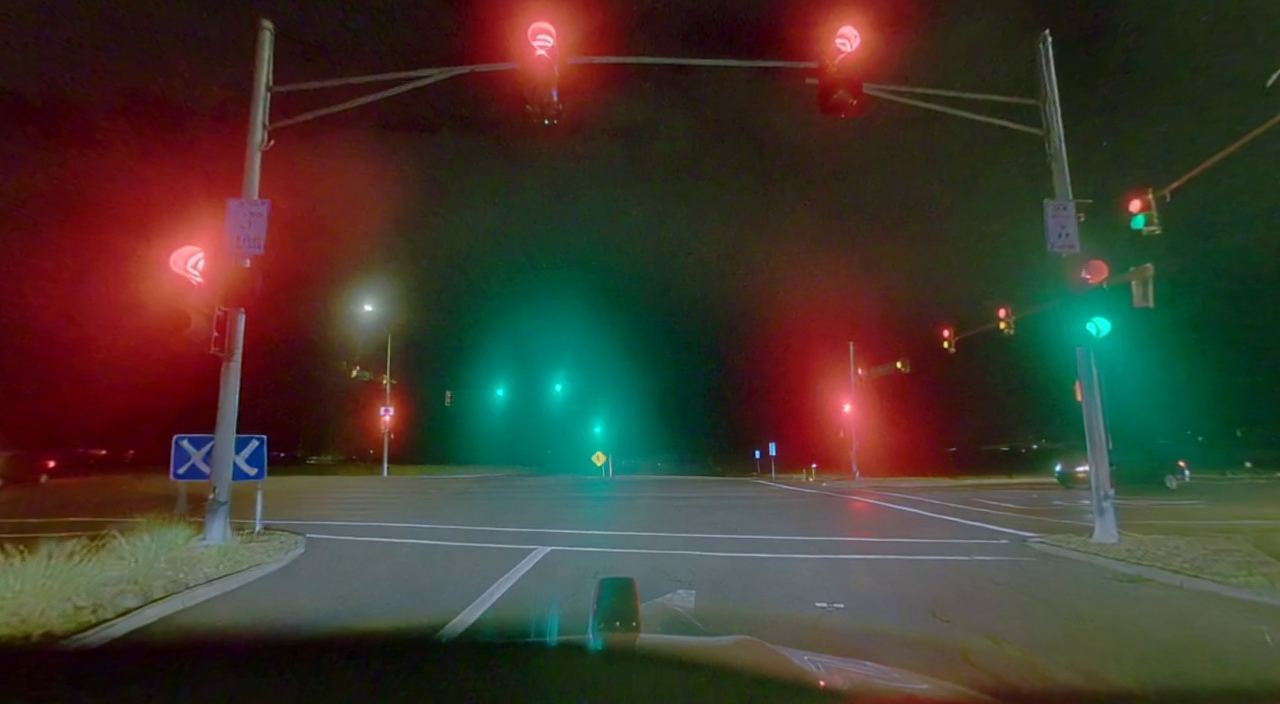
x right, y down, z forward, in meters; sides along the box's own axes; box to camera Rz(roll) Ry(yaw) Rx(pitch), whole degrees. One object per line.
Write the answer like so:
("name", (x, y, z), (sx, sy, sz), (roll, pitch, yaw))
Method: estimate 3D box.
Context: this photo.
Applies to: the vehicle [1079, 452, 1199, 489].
("vehicle", (23.038, 5.483, 29.167), (3.998, 1.590, 1.936), (1, -11, -6))
